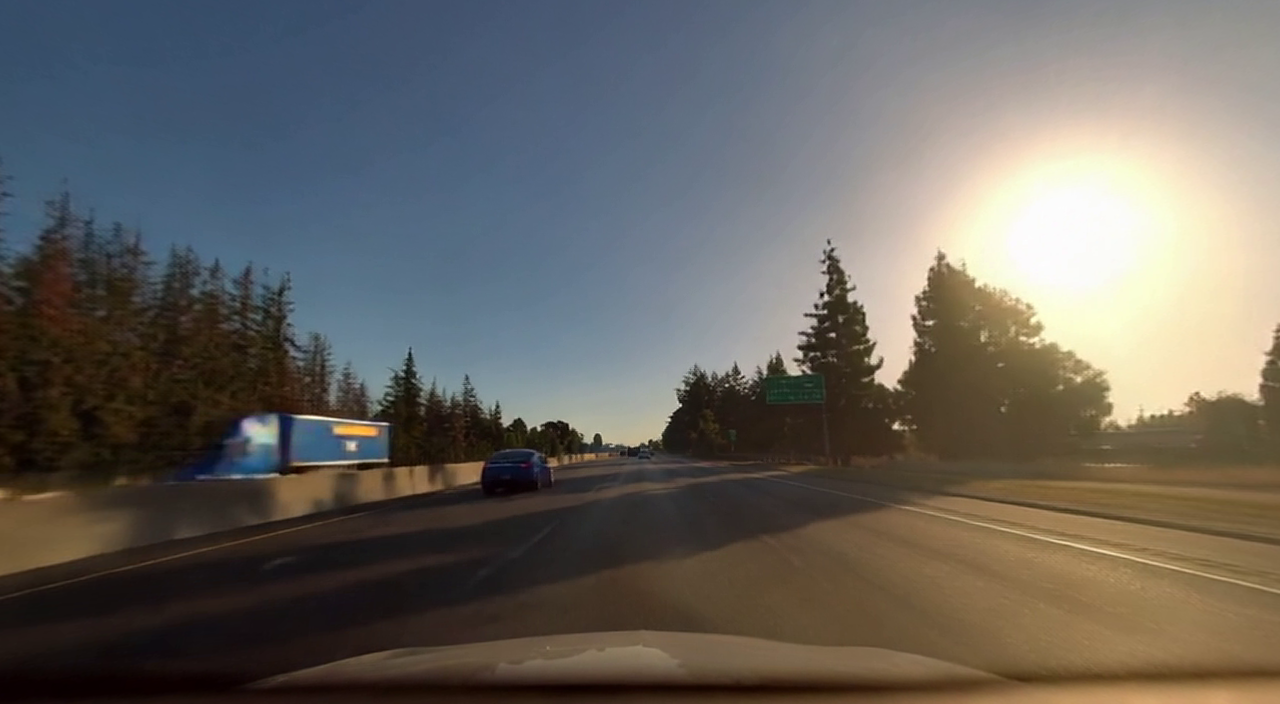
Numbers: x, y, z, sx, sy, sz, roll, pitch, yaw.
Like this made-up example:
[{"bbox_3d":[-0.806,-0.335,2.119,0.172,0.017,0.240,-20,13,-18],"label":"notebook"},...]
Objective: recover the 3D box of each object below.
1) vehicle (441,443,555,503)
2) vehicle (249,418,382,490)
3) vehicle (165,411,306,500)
[{"bbox_3d":[-4.022,3.541,18.969,2.128,1.521,5.409,0,-9,1],"label":"vehicle"},{"bbox_3d":[-16.176,5.199,32.190,2.671,3.197,7.582,0,-9,0],"label":"vehicle"},{"bbox_3d":[-19.971,5.182,31.671,2.981,3.978,5.949,0,-9,-1],"label":"vehicle"}]
